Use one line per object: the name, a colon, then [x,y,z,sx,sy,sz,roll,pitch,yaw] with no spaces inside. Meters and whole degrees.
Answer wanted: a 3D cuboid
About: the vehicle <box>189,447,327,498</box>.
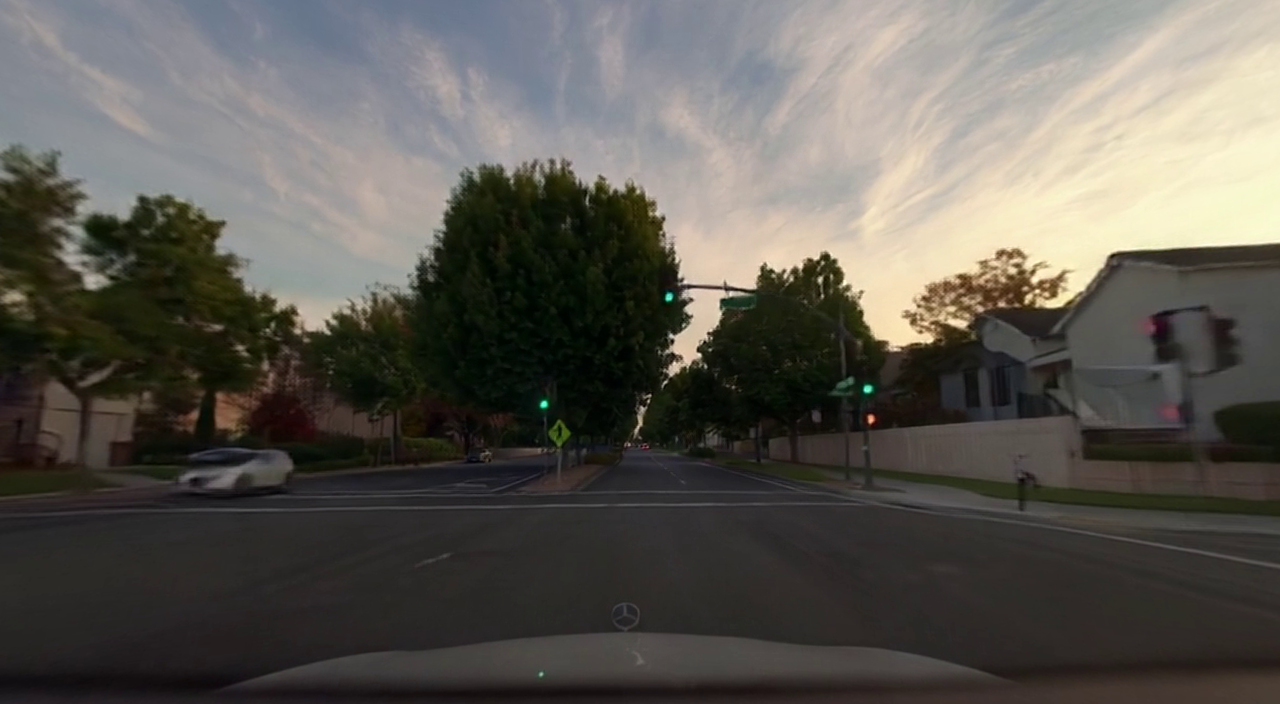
vehicle: [-12.550,3.953,21.139,1.932,1.500,4.260,0,-8,0]
